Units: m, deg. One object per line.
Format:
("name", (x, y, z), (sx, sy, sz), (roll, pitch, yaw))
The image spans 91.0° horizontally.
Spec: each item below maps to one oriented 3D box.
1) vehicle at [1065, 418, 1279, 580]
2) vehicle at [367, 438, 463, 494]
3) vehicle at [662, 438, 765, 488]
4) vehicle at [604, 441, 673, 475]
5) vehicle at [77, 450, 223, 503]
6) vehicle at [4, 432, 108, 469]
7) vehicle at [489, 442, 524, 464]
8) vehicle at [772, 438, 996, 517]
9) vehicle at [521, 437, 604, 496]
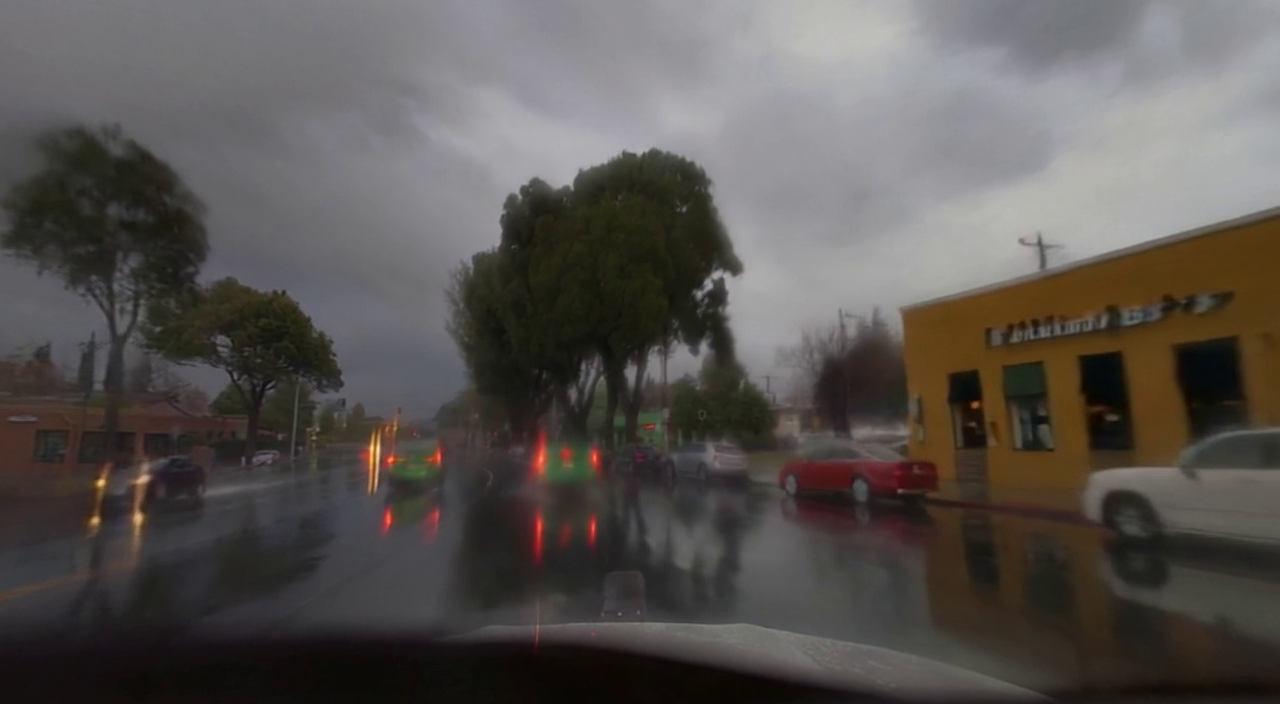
("vehicle", (7.100, 1.475, 6.493), (1.952, 1.547, 4.091), (2, -9, -16))
("vehicle", (-6.804, 3.445, 19.557), (2.105, 1.477, 4.857), (1, -9, -12))
("vehicle", (2.435, 3.827, 22.068), (1.905, 1.537, 4.276), (3, -9, -19))
("vehicle", (-0.164, 5.024, 30.210), (1.867, 1.489, 4.694), (3, -9, -19))
("vehicle", (-15.590, 3.934, 20.376), (2.000, 1.477, 4.346), (2, -9, -13))
("vehicle", (-38.528, 6.530, 41.818), (2.430, 2.266, 6.029), (4, -9, -16))
("vehicle", (-9.428, 7.082, 44.235), (1.920, 1.416, 4.310), (2, -9, -18))
("vehicle", (5.185, 2.714, 14.311), (2.038, 1.446, 4.896), (2, -9, -18))
("vehicle", (-2.392, 3.253, 18.361), (2.001, 1.483, 4.442), (1, -9, -12))
